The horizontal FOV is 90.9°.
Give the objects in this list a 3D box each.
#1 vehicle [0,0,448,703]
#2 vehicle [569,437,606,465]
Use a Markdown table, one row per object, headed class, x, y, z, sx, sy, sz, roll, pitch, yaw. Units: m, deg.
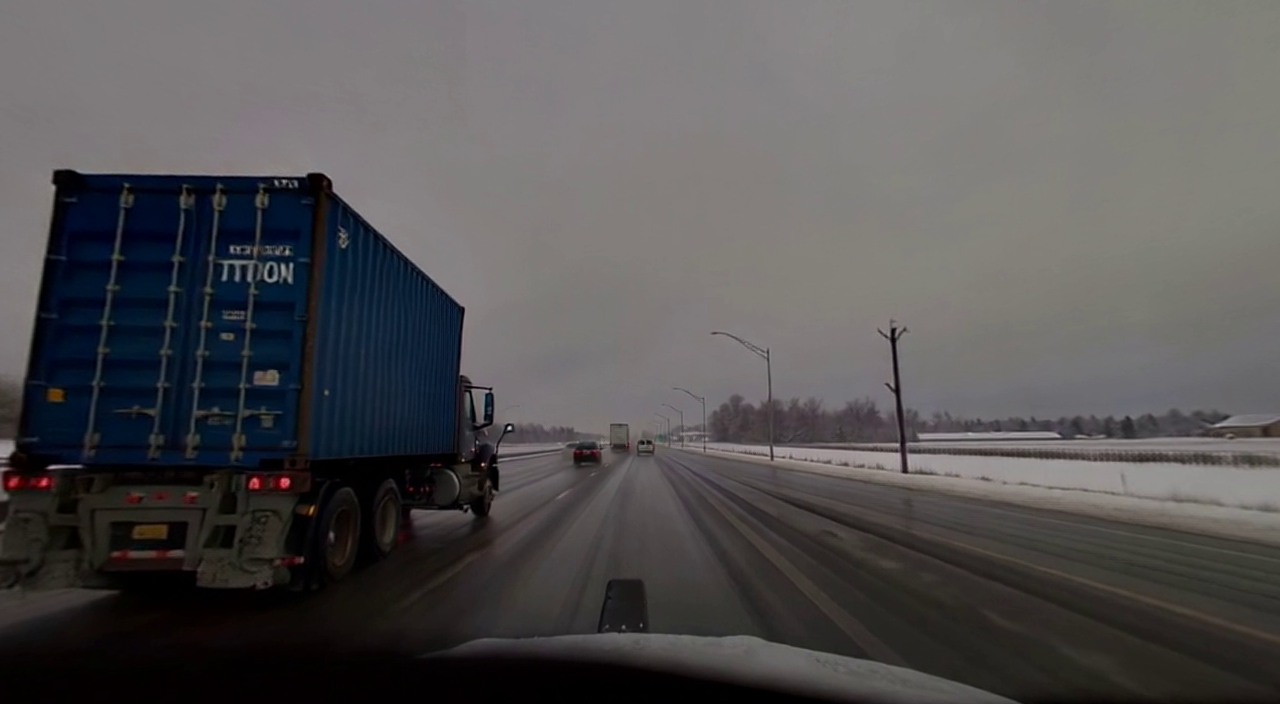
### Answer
| class | x | y | z | sx | sy | sz | roll | pitch | yaw |
| --- | --- | --- | --- | --- | --- | --- | --- | --- | --- |
| vehicle | -4.056 | -0.347 | 1.440 | 2.840 | 4.032 | 13.388 | 0 | -8 | 1 |
| vehicle | -3.430 | 6.585 | 42.109 | 1.995 | 1.745 | 4.187 | 0 | -8 | 1 |
